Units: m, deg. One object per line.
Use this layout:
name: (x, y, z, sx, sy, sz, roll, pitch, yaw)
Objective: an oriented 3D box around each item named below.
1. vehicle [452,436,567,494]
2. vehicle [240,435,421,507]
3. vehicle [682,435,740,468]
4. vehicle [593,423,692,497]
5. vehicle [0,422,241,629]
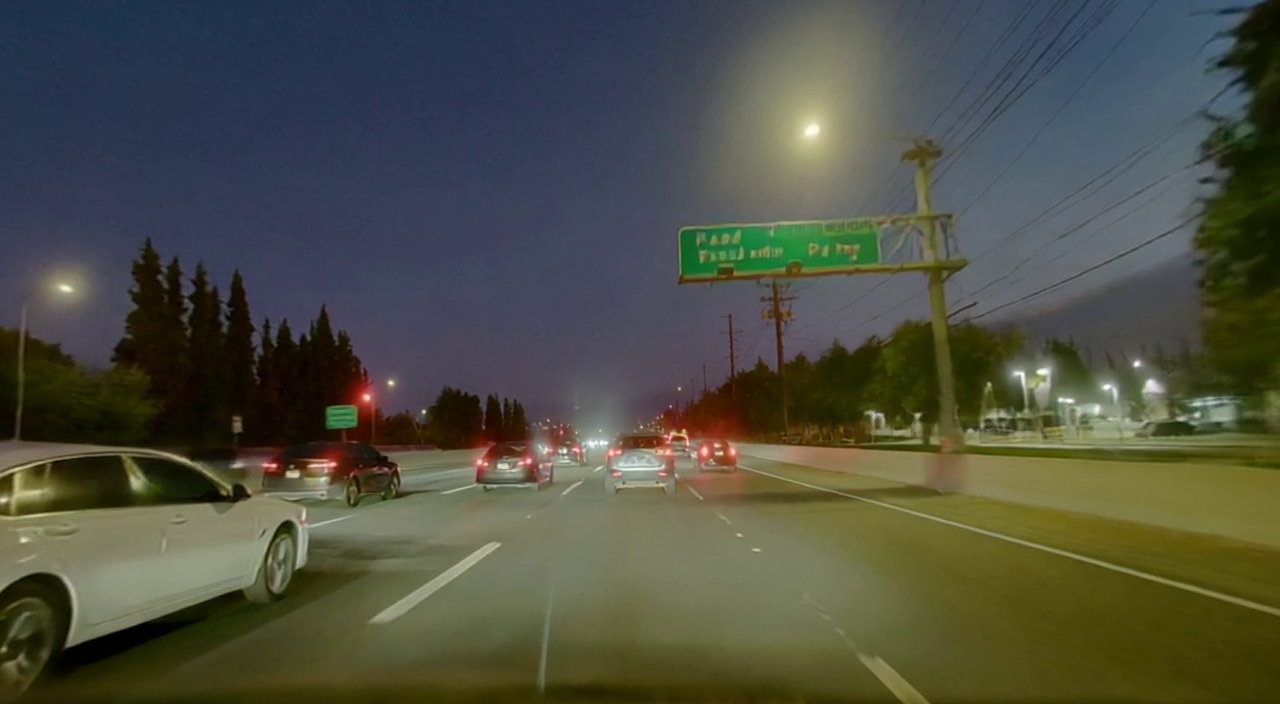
vehicle: (-3.531, 3.161, 18.146, 2.203, 1.425, 4.610, 0, -8, 2)
vehicle: (-7.131, 2.768, 15.277, 1.959, 1.435, 4.719, 0, -8, 0)
vehicle: (3.320, 4.748, 30.321, 2.197, 1.464, 4.356, 0, -8, -1)
vehicle: (0.081, 2.793, 16.709, 2.284, 1.699, 4.168, 0, -8, 0)
vehicle: (-5.543, 1.315, 5.078, 1.958, 1.447, 4.454, 0, -8, -3)
